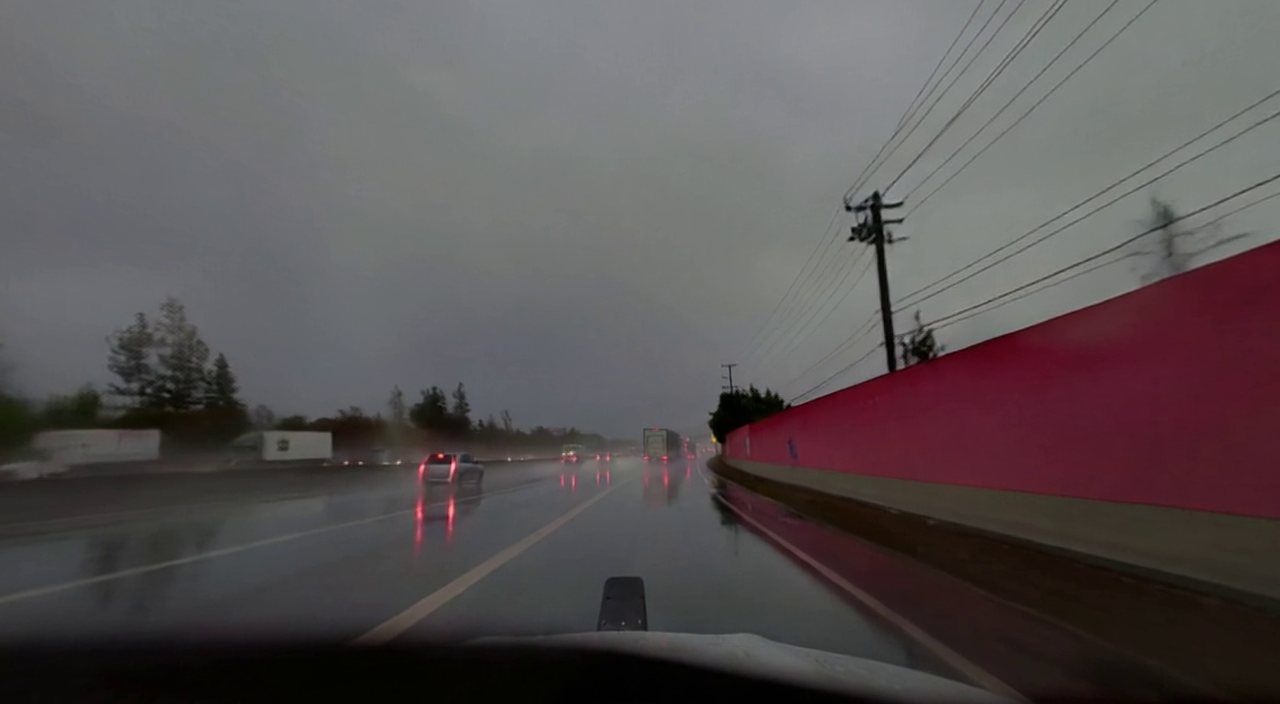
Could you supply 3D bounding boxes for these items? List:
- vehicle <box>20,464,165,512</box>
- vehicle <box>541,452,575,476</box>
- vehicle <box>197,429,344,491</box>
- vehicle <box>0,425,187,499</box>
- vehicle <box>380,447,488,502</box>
[{"bbox_3d":[-18.857,4.676,21.914,1.845,1.428,3.427,-1,-9,2],"label":"vehicle"},{"bbox_3d":[-5.354,7.351,41.354,1.708,1.489,2.840,-1,-9,4],"label":"vehicle"},{"bbox_3d":[-21.957,6.518,38.387,2.878,3.290,9.214,-1,-9,3],"label":"vehicle"},{"bbox_3d":[-26.294,5.229,30.426,2.532,3.078,7.751,-1,-9,4],"label":"vehicle"},{"bbox_3d":[-6.353,3.799,19.904,1.966,1.565,3.766,-1,-9,3],"label":"vehicle"}]
